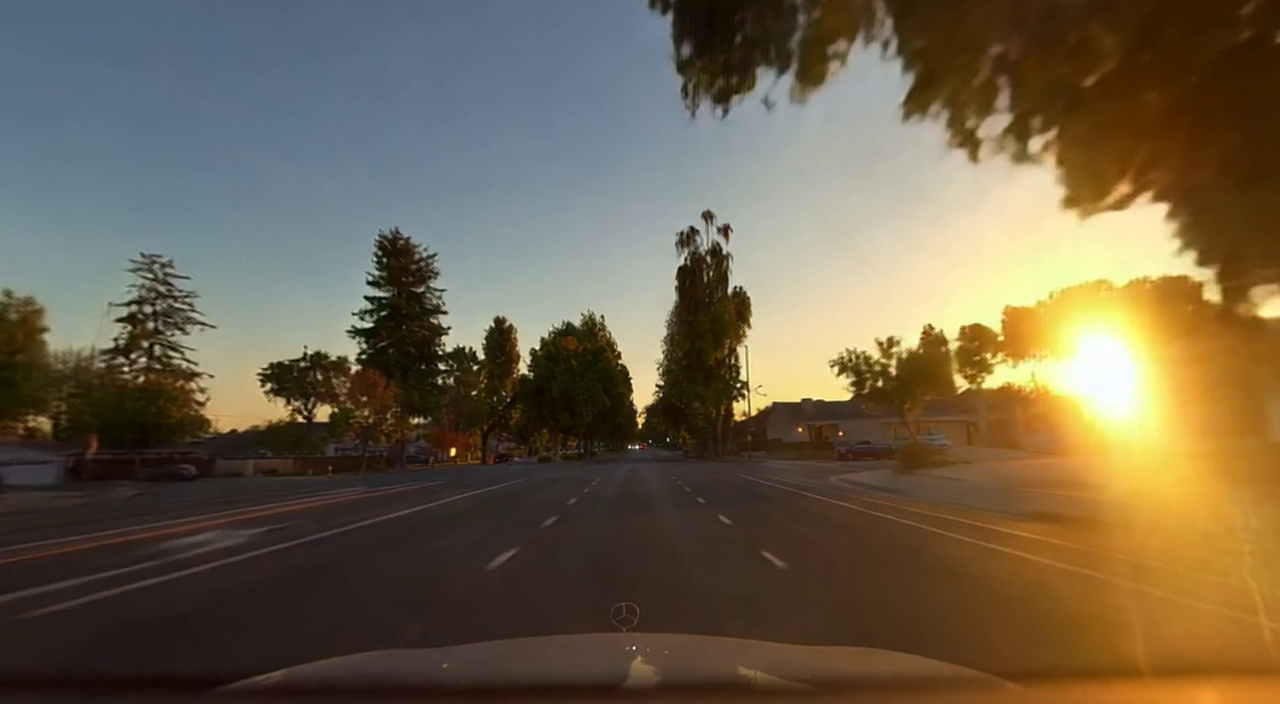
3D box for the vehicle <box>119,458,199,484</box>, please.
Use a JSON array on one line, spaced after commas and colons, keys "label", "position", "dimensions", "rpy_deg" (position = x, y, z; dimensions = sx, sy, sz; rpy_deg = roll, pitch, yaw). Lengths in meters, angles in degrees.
[{"label": "vehicle", "position": [-36.031, 8.956, 47.220], "dimensions": [4.515, 1.593, 1.827], "rpy_deg": [-3, -10, -2]}]
